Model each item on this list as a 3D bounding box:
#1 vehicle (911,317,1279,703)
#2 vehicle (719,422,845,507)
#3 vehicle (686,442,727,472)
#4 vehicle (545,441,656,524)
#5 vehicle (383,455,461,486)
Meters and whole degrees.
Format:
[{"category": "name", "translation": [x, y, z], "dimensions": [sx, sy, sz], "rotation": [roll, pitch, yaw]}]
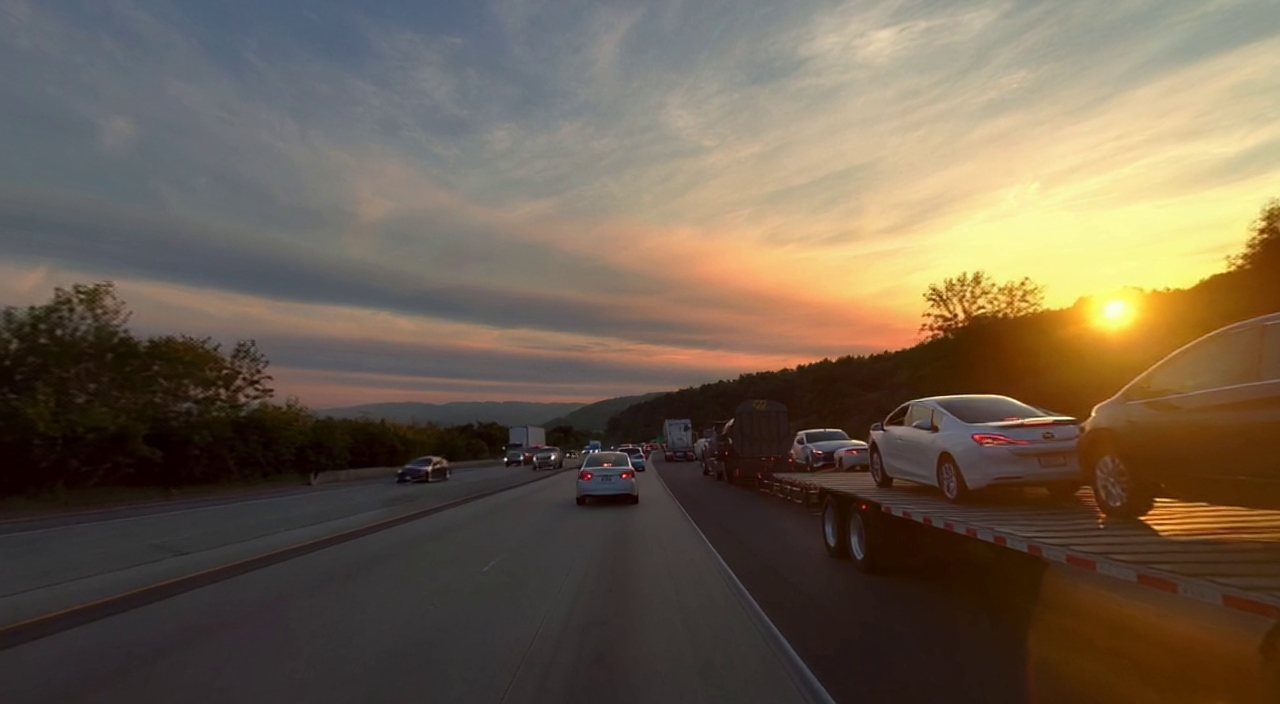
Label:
[{"category": "vehicle", "translation": [3.493, 0.923, 3.507], "dimensions": [1.959, 1.783, 4.407], "rotation": [0, -9, 0]}, {"category": "vehicle", "translation": [3.452, 2.844, 16.200], "dimensions": [2.303, 1.889, 3.920], "rotation": [0, -9, 0]}, {"category": "vehicle", "translation": [3.872, 6.197, 37.340], "dimensions": [1.938, 1.660, 4.223], "rotation": [0, -9, -1]}, {"category": "vehicle", "translation": [-0.700, 2.634, 13.214], "dimensions": [1.991, 1.466, 3.675], "rotation": [0, -9, 0]}, {"category": "vehicle", "translation": [-11.706, 6.376, 34.285], "dimensions": [2.431, 1.508, 4.935], "rotation": [0, -9, 1]}]
